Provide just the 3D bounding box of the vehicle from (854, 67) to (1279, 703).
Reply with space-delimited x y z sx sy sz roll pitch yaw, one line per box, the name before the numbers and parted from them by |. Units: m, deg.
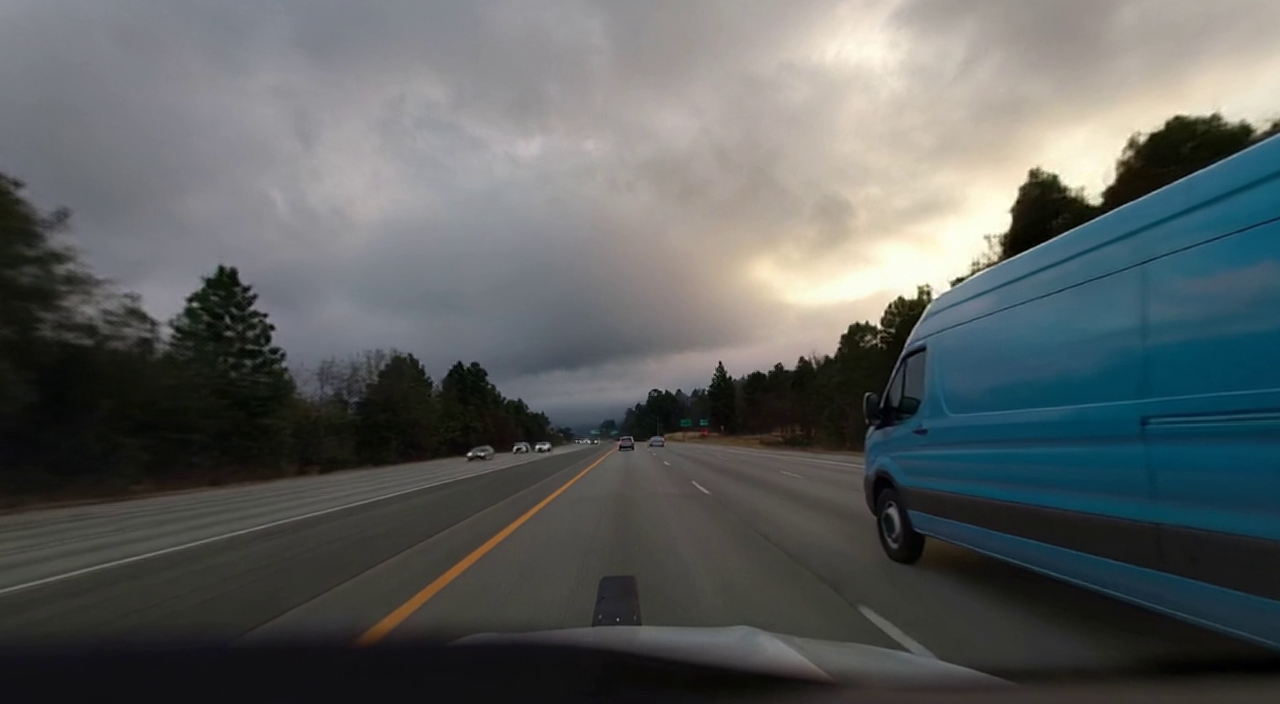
vehicle | 3.710 0.298 3.349 2.416 2.595 7.243 0 -8 -1
